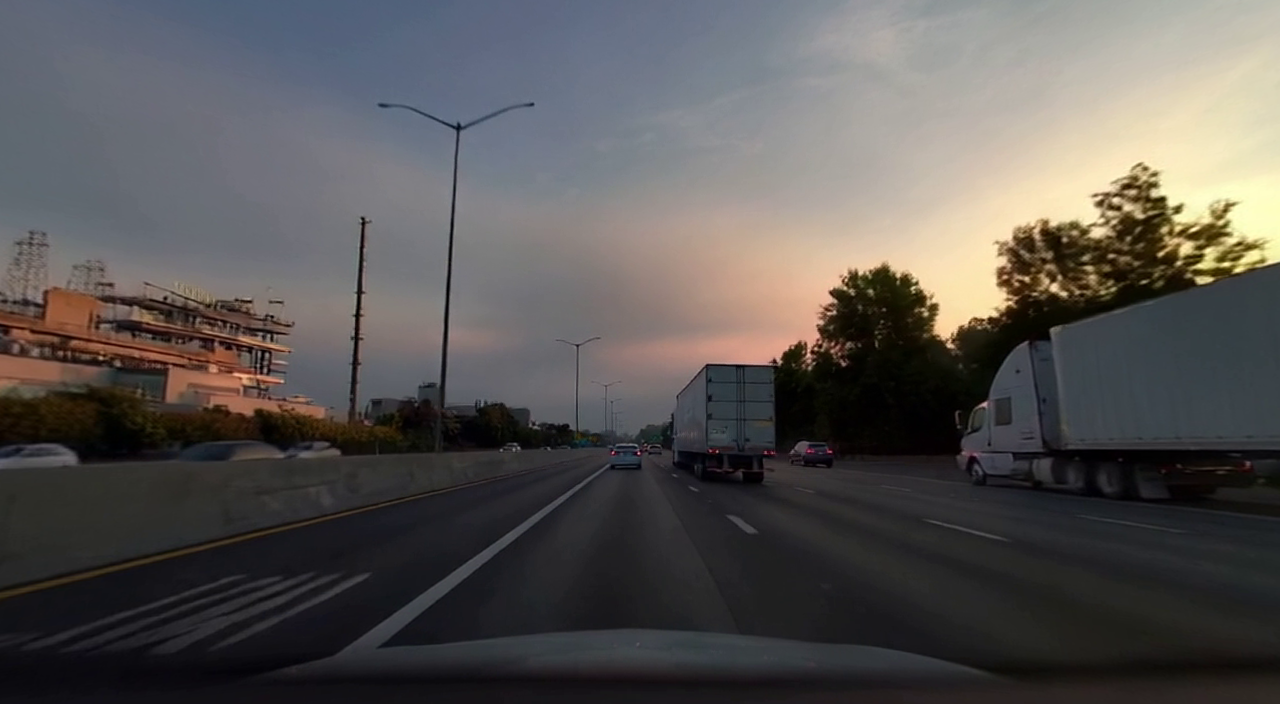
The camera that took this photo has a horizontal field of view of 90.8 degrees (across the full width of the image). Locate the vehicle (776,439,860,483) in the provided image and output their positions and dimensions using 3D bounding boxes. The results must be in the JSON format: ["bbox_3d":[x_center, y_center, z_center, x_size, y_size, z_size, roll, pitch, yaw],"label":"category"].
[{"bbox_3d":[7.307,4.498,26.404,2.154,1.658,4.347,0,-9,-1],"label":"vehicle"}]

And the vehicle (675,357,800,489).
[{"bbox_3d":[3.334,2.995,25.110,2.999,4.127,10.526,0,-9,-2],"label":"vehicle"}]

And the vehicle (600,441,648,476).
[{"bbox_3d":[-0.729,5.118,30.594,2.163,1.551,4.180,0,-9,0],"label":"vehicle"}]

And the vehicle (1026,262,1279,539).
[{"bbox_3d":[11.196,0.335,6.988,2.898,4.171,17.188,0,-9,-1],"label":"vehicle"}]

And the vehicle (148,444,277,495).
[{"bbox_3d":[-13.130,3.598,19.673,1.543,1.408,3.505,0,-9,0],"label":"vehicle"}]

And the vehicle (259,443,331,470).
[{"bbox_3d":[-20.822,6.329,38.376,1.804,1.522,4.544,0,-9,0],"label":"vehicle"}]
